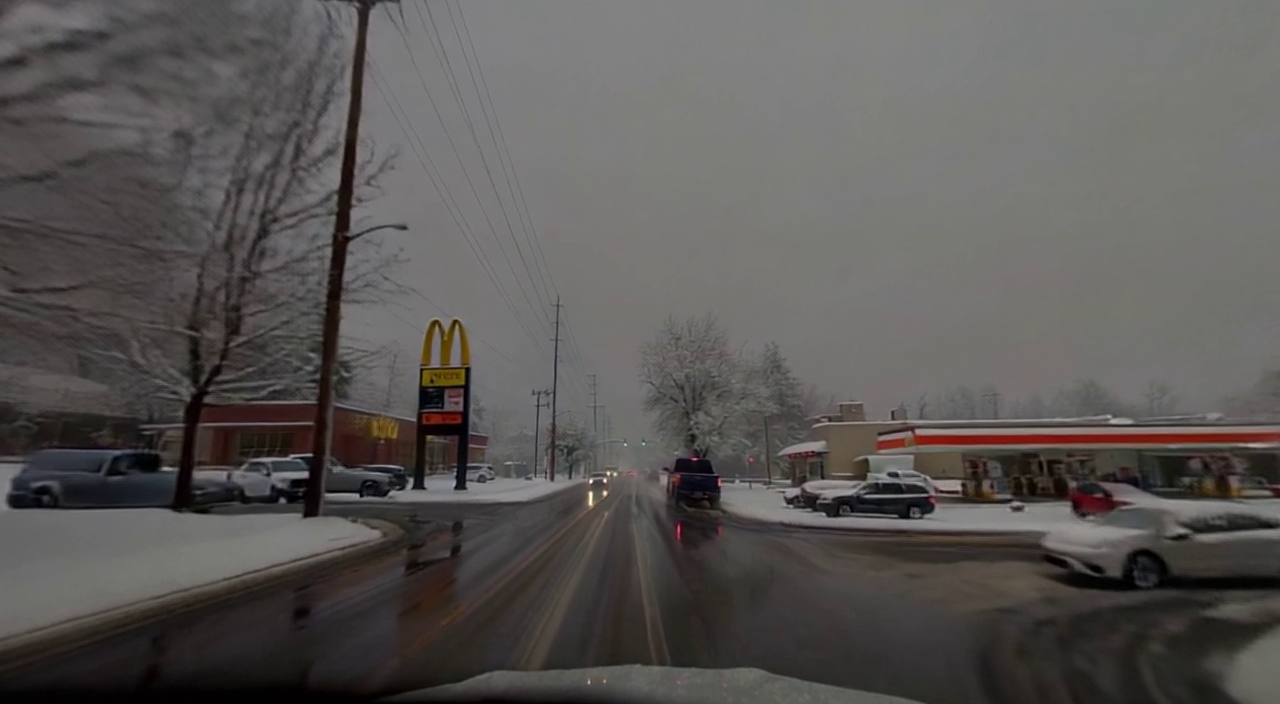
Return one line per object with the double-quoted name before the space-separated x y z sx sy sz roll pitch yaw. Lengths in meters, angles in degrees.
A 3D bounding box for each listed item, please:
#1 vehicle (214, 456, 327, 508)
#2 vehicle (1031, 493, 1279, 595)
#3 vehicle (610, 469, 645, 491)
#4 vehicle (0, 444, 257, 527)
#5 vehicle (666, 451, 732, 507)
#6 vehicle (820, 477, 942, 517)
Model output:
"vehicle" -12.603 4.415 21.546 2.871 1.604 1.710 10 -14 -42
"vehicle" 9.542 3.271 10.969 4.169 1.474 1.850 1 -11 0
"vehicle" -0.845 9.014 44.627 1.993 1.454 3.810 -1 -11 6
"vehicle" -12.024 3.112 14.920 4.575 1.641 2.006 10 -14 -41
"vehicle" 2.347 5.334 26.616 2.153 2.074 5.188 1 -11 -2
"vehicle" 9.585 5.810 25.324 4.123 1.446 1.807 1 -11 -2
